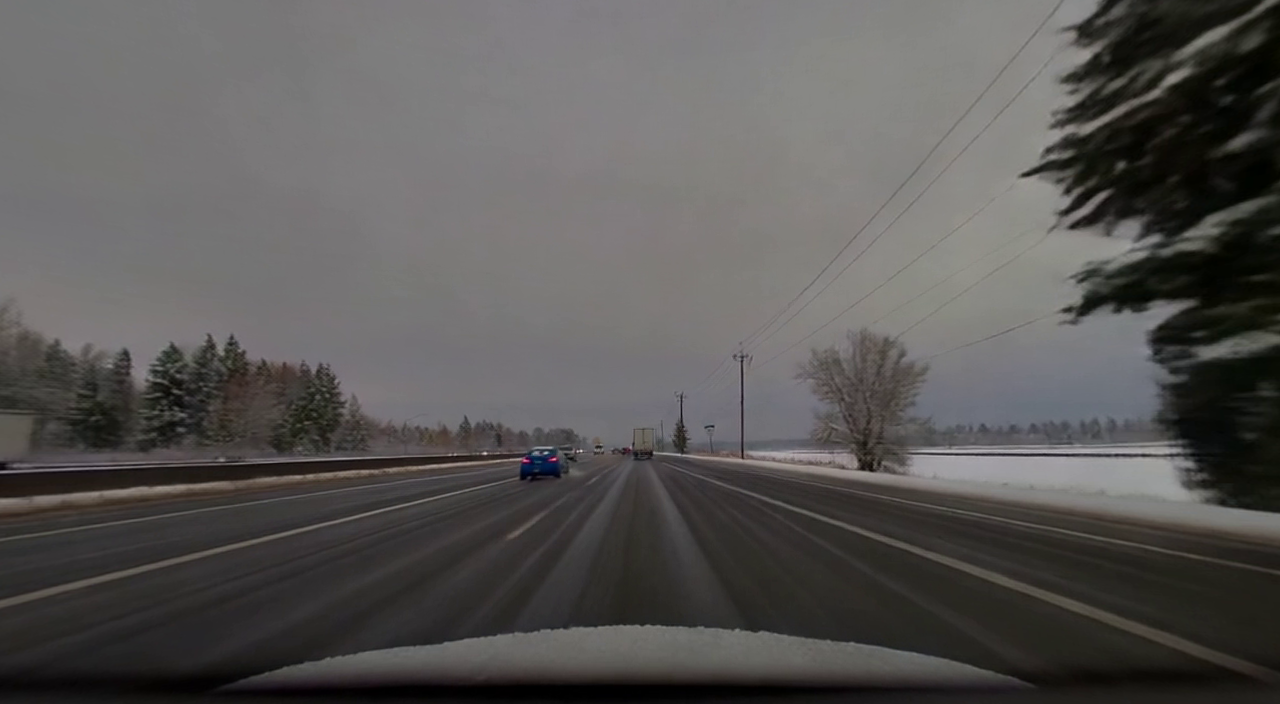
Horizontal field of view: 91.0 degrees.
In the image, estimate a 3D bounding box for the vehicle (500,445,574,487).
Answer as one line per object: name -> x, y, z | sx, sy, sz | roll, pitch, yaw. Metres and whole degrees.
vehicle -> -3.953, 4.482, 25.006 | 2.104, 1.501, 4.459 | 0, -9, 1
